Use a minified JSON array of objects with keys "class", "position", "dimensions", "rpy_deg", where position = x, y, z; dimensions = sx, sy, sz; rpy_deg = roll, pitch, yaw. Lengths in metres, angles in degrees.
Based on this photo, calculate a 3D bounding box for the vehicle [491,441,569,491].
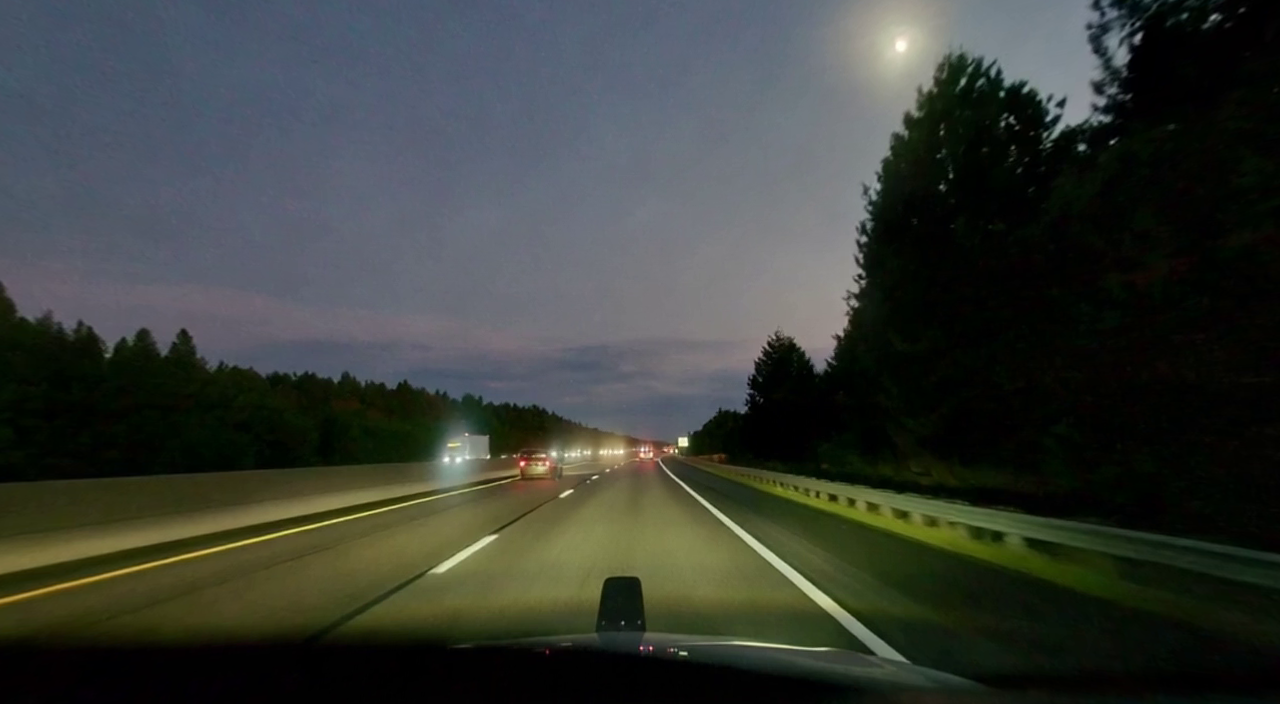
[{"class":"vehicle","position":[-3.976,4.200,23.583],"dimensions":[2.095,1.664,4.305],"rpy_deg":[0,-9,1]}]
